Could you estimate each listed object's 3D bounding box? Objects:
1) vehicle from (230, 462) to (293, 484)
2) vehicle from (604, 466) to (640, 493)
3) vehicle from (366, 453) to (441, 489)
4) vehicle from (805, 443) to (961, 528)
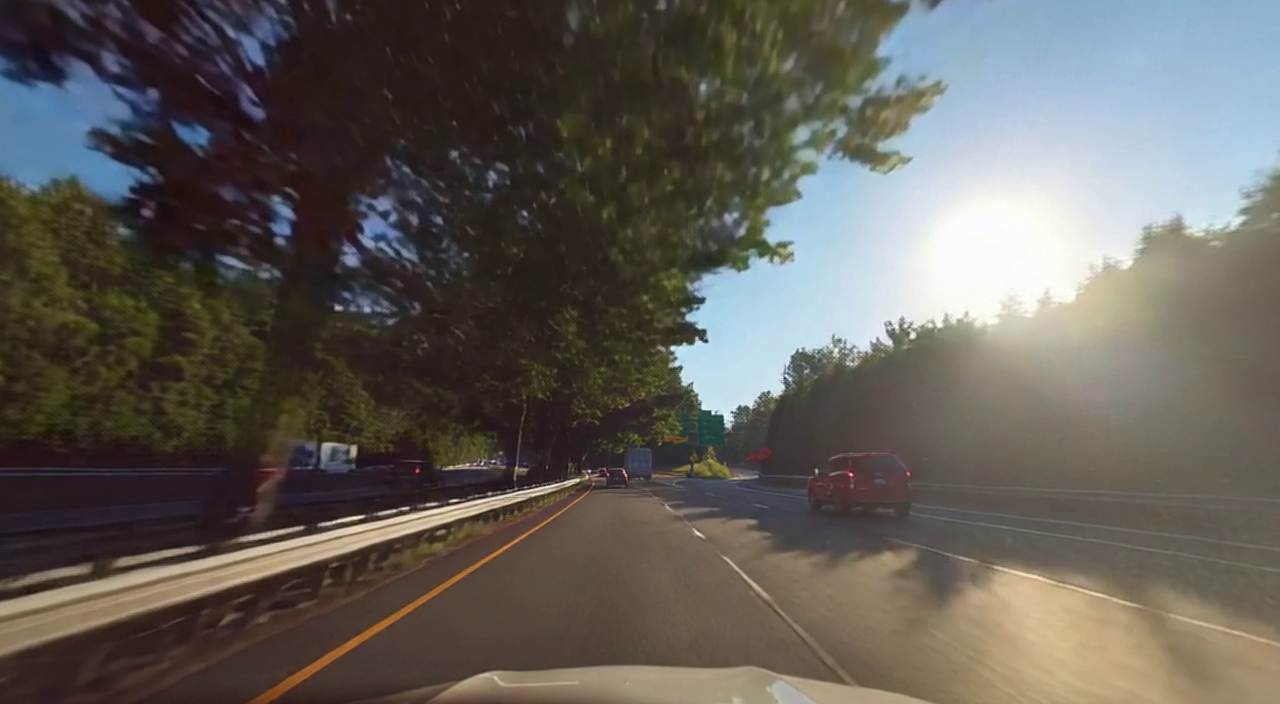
[{"bbox_3d":[-27.453,8.802,45.850,1.882,1.504,4.527,1,-10,-3],"label":"vehicle"},{"bbox_3d":[-1.103,7.560,37.521,1.987,1.467,3.903,1,-10,-2],"label":"vehicle"},{"bbox_3d":[-11.784,5.987,31.787,1.952,1.618,4.859,1,-10,-1],"label":"vehicle"},{"bbox_3d":[5.829,3.293,15.870,1.998,1.776,4.663,1,-10,-1],"label":"vehicle"}]
